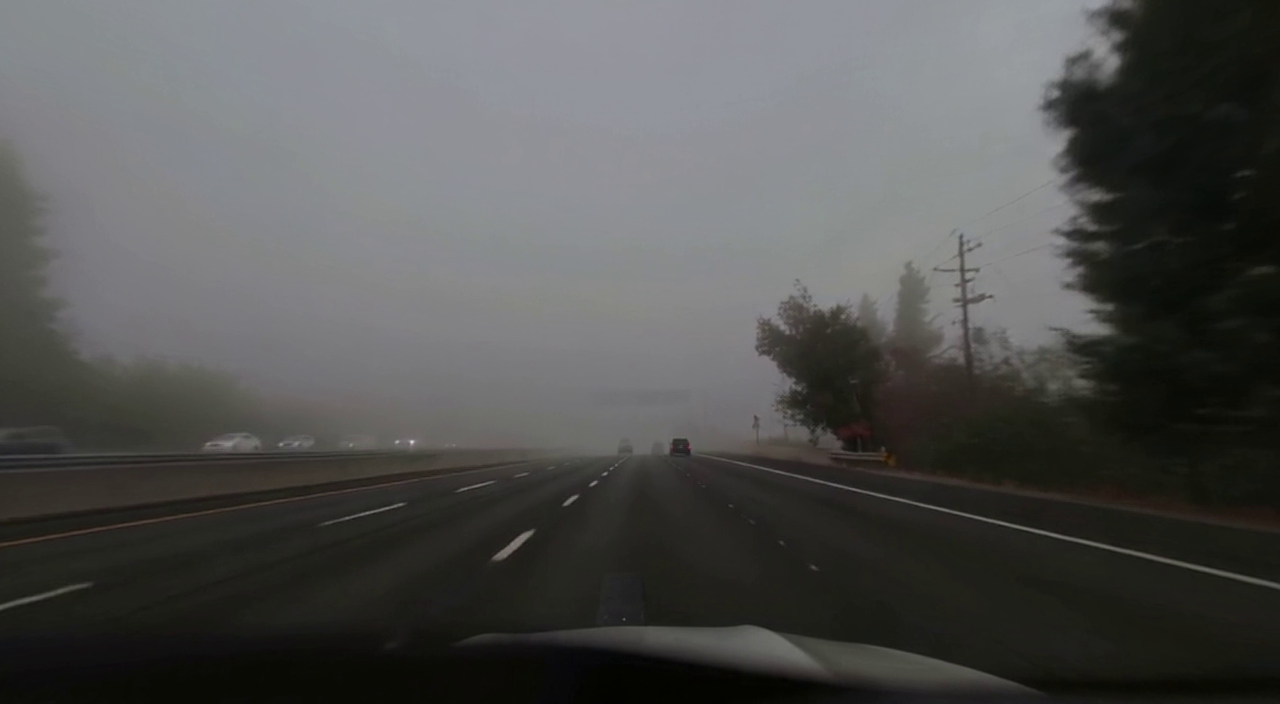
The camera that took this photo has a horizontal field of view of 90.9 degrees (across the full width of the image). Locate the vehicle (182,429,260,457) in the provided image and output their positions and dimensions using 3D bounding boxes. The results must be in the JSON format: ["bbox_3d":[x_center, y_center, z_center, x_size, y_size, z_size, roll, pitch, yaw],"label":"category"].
[{"bbox_3d":[-26.397,5.749,39.898,1.924,1.655,4.406,-1,-8,-1],"label":"vehicle"}]

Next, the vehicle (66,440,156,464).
[{"bbox_3d":[-33.861,6.417,40.527,1.702,1.418,4.680,-1,-8,0],"label":"vehicle"}]

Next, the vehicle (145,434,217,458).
[{"bbox_3d":[-30.033,6.176,41.395,1.752,1.503,3.977,-1,-8,0],"label":"vehicle"}]
